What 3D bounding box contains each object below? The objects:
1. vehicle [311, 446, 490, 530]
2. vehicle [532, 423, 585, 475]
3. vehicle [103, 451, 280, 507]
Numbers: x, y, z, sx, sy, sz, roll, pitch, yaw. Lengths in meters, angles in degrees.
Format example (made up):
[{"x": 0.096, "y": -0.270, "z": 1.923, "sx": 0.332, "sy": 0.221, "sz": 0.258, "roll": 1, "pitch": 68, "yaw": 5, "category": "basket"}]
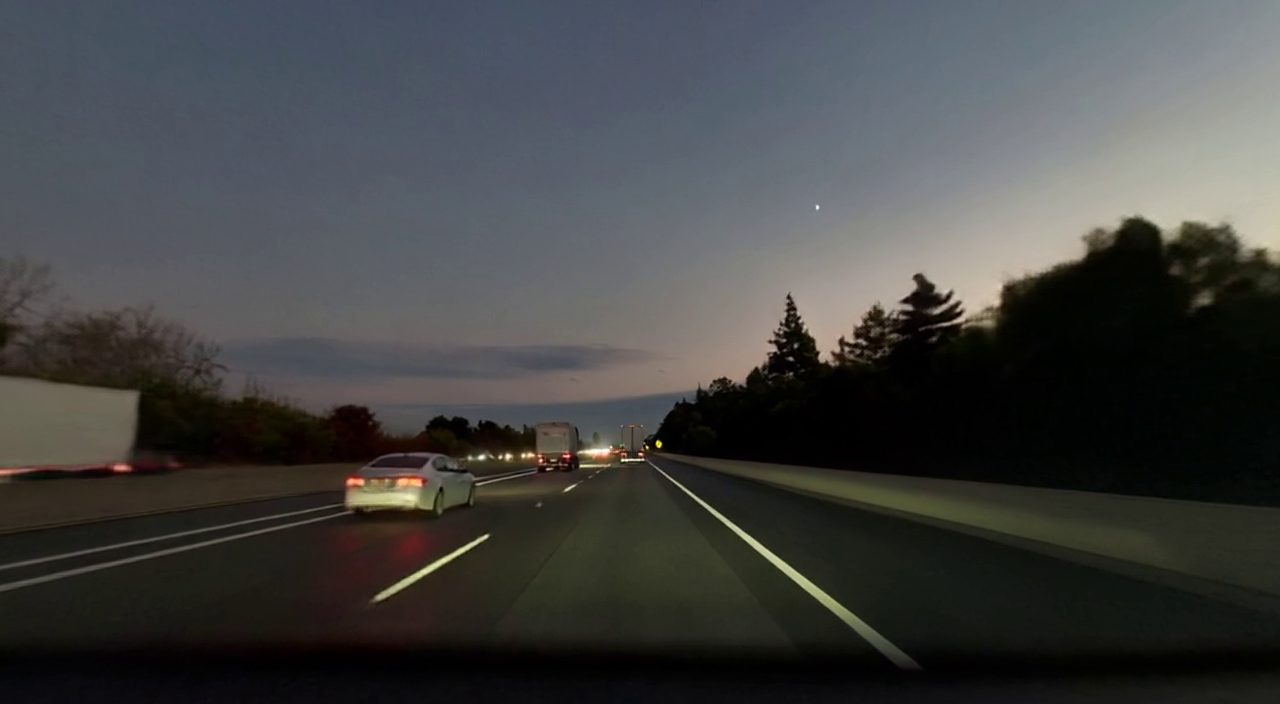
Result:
[{"x": -4.774, "y": 2.771, "z": 13.470, "sx": 1.979, "sy": 1.459, "sz": 4.643, "roll": 0, "pitch": -9, "yaw": 1, "category": "vehicle"}, {"x": -4.709, "y": 5.773, "z": 37.468, "sx": 2.368, "sy": 2.813, "sz": 6.329, "roll": 0, "pitch": -9, "yaw": 0, "category": "vehicle"}, {"x": -13.328, "y": 3.767, "z": 19.213, "sx": 1.971, "sy": 1.498, "sz": 4.598, "roll": 0, "pitch": -9, "yaw": 1, "category": "vehicle"}]
